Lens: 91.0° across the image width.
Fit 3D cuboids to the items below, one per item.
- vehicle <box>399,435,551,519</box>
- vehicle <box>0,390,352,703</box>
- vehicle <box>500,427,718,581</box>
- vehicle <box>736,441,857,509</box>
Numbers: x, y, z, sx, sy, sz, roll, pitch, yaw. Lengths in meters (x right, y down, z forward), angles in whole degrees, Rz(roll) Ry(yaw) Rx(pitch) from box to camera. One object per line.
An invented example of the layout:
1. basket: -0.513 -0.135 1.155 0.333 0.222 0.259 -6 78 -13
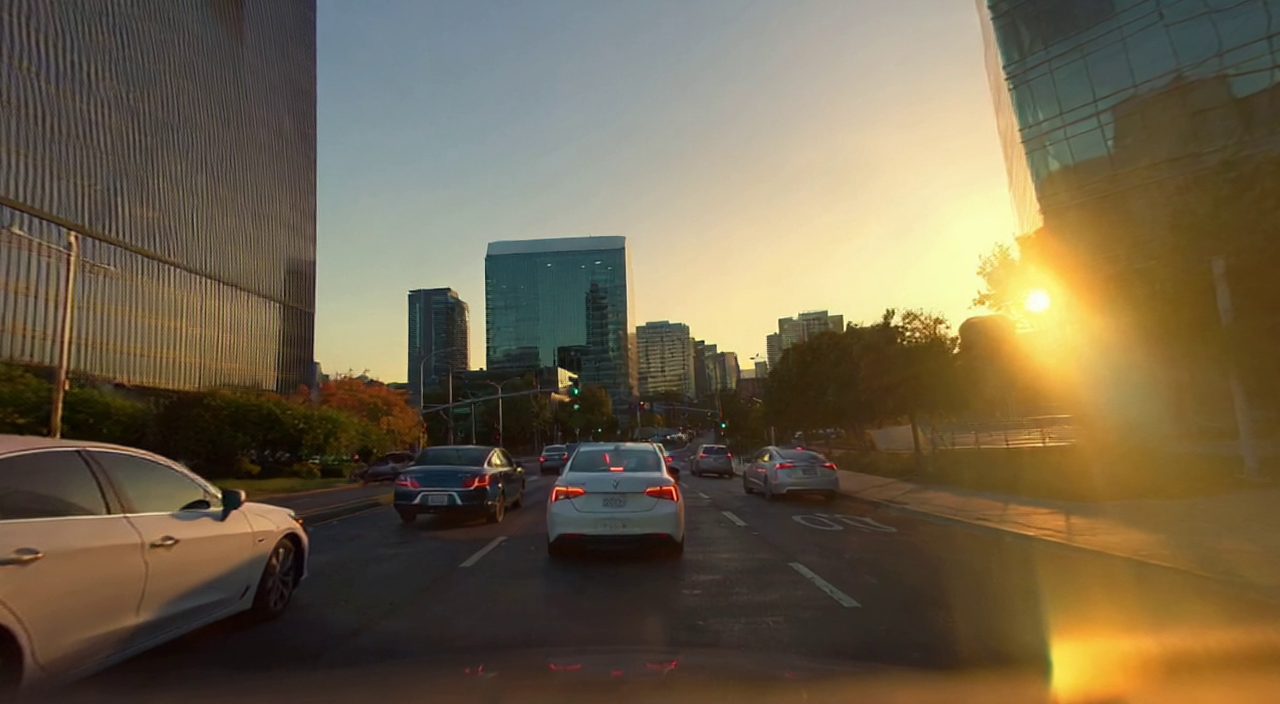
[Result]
1. vehicle: -3.341 2.632 13.820 2.044 1.508 4.479 0 -9 1
2. vehicle: -3.555 1.071 3.550 1.933 1.520 4.195 0 -9 -1
3. vehicle: -0.247 1.848 8.529 2.174 1.509 4.374 0 -9 2
4. vehicle: 3.839 3.078 16.255 1.940 1.514 4.187 0 -9 -1
